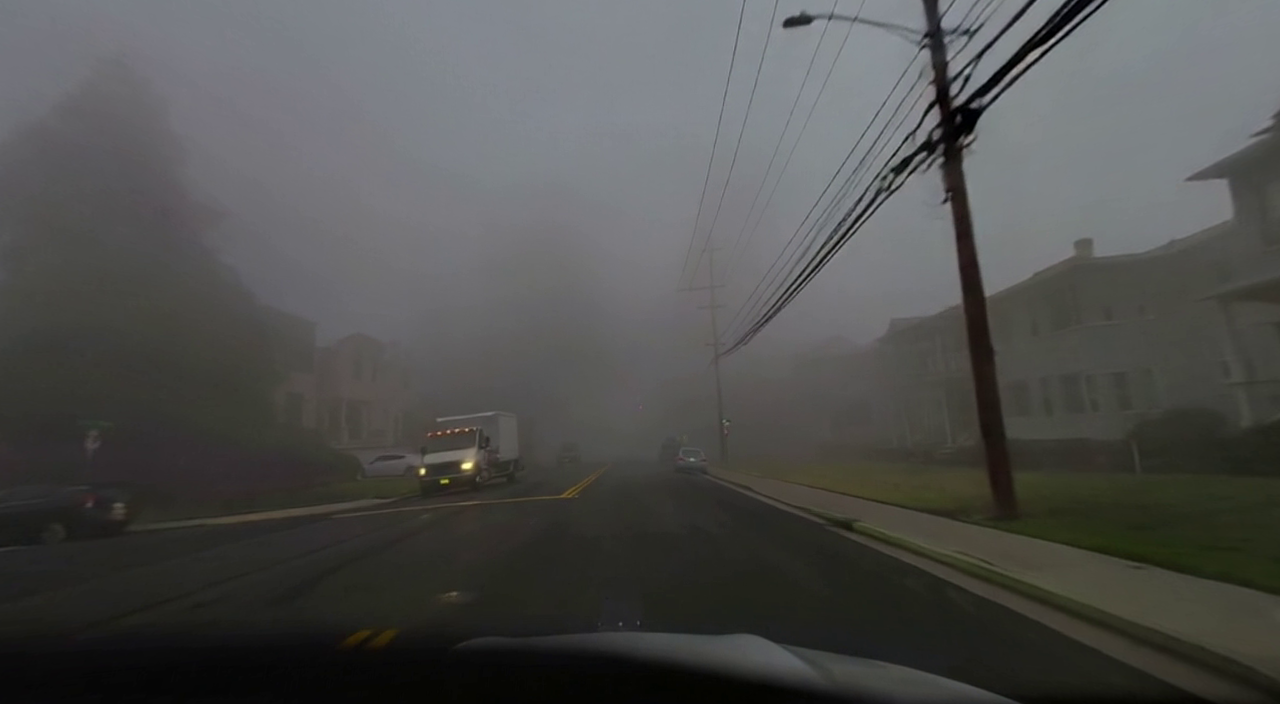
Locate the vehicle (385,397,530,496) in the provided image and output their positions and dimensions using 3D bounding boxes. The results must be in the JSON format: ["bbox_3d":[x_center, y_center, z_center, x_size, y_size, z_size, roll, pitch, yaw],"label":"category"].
[{"bbox_3d":[-6.666,3.685,24.700,3.197,3.187,7.847,-1,-9,1],"label":"vehicle"}]

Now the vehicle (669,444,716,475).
[{"bbox_3d":[2.671,5.609,33.181,1.890,1.463,4.952,0,-9,-1],"label":"vehicle"}]

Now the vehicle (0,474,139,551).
[{"bbox_3d":[-15.182,3.859,15.370,4.204,1.626,1.874,1,-9,-5],"label":"vehicle"}]
